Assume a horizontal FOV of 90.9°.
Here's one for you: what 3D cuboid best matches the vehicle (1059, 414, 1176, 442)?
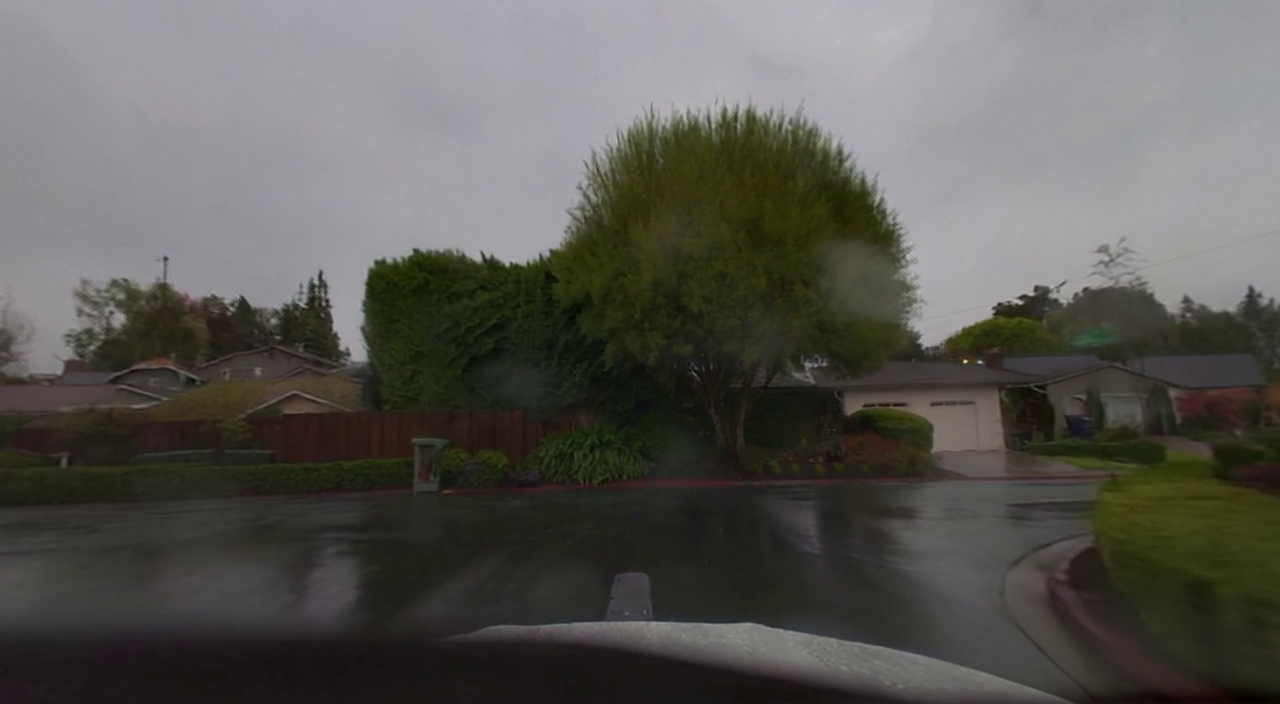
[{"bbox_3d":[27.296,4.341,36.159,5.089,1.517,1.791,0,-7,4],"label":"vehicle"}]
